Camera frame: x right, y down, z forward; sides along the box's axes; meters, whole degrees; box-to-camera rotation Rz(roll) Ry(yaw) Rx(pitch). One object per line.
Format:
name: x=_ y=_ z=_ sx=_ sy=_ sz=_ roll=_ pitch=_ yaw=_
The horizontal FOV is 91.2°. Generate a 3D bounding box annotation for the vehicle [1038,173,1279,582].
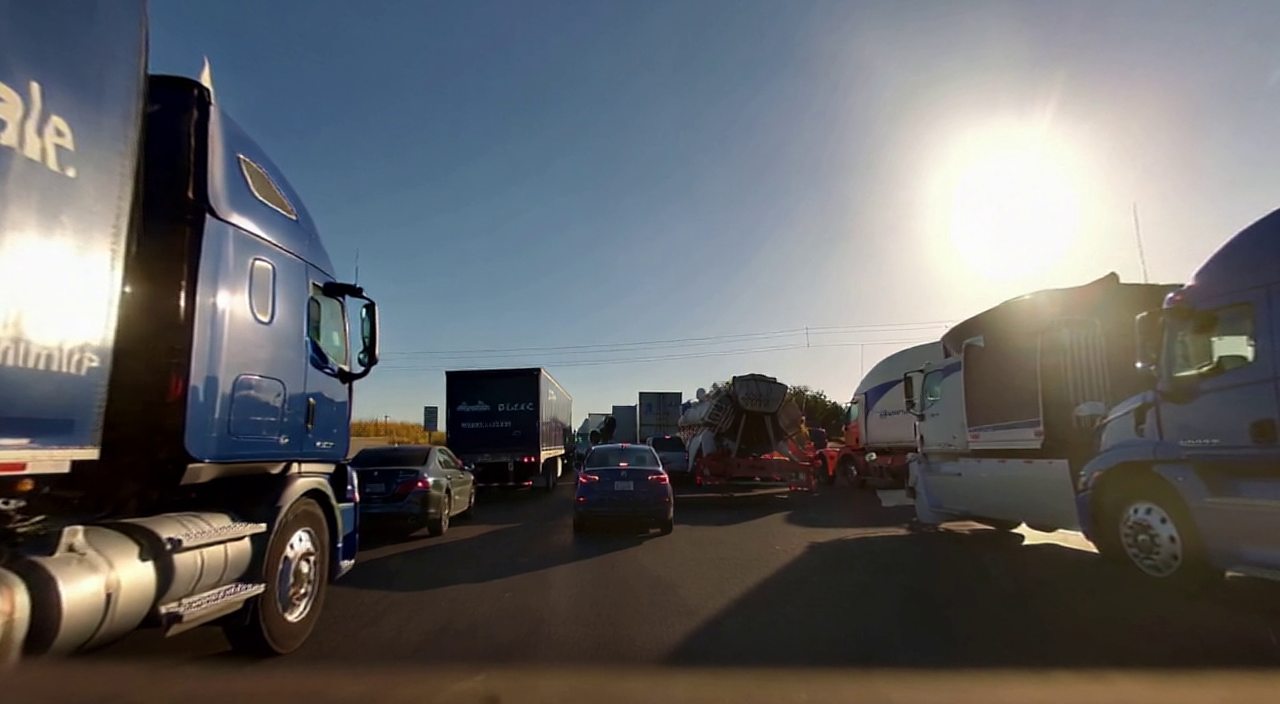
vehicle: x=11.160 y=-0.176 z=4.305 sx=13.564 sy=4.152 sz=3.110 roll=-9 pitch=-12 yaw=42

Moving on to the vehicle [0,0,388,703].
vehicle: x=-3.954 y=-0.021 z=1.661 sx=2.986 sy=3.391 sz=9.523 roll=0 pitch=-9 yaw=-3

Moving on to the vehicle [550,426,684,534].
vehicle: x=-0.391 y=2.345 z=12.027 sx=2.140 sy=1.682 sz=3.971 roll=0 pitch=-9 yaw=-1

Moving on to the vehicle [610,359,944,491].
vehicle: x=4.458 y=3.199 z=26.111 sx=2.877 sy=4.124 sz=14.516 roll=4 pitch=-9 yaw=-41
